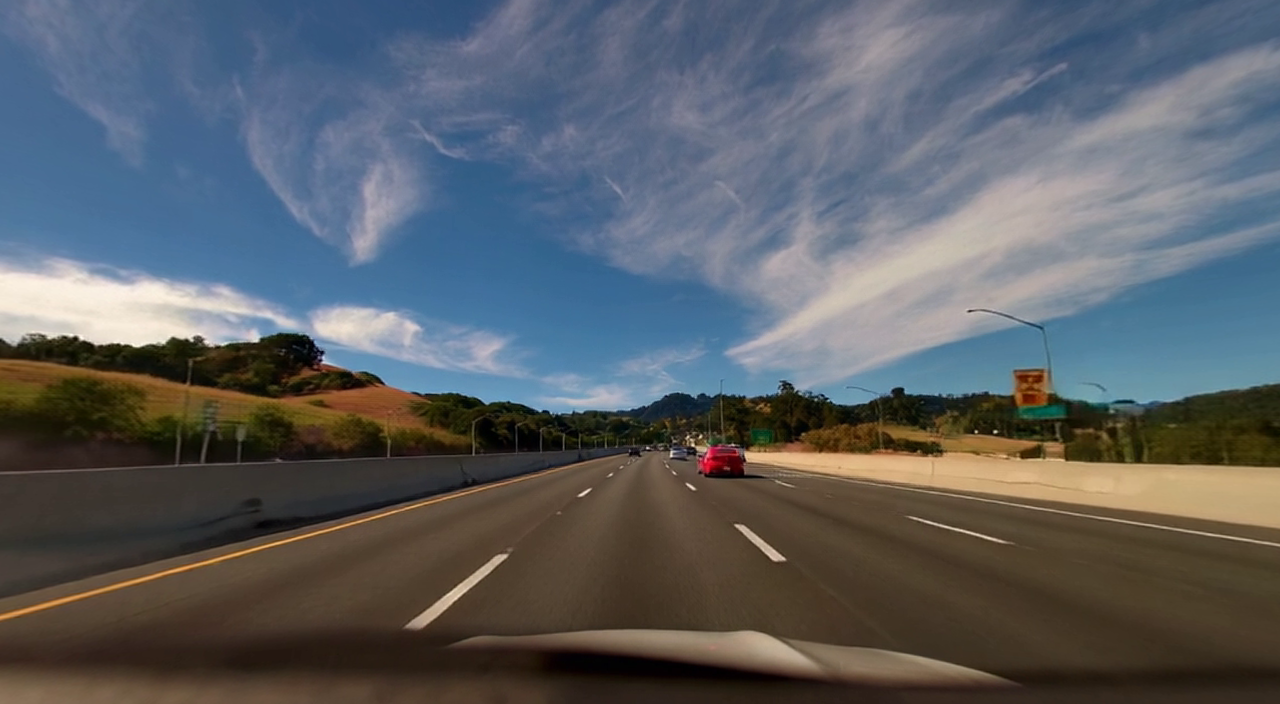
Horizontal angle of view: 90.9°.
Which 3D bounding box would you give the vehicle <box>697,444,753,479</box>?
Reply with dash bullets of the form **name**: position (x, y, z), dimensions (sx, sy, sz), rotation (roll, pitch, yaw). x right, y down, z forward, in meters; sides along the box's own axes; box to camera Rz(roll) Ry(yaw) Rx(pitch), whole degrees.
- **vehicle**: position (3.869, 5.067, 29.414), dimensions (1.916, 1.469, 4.481), rotation (0, -8, 0)
